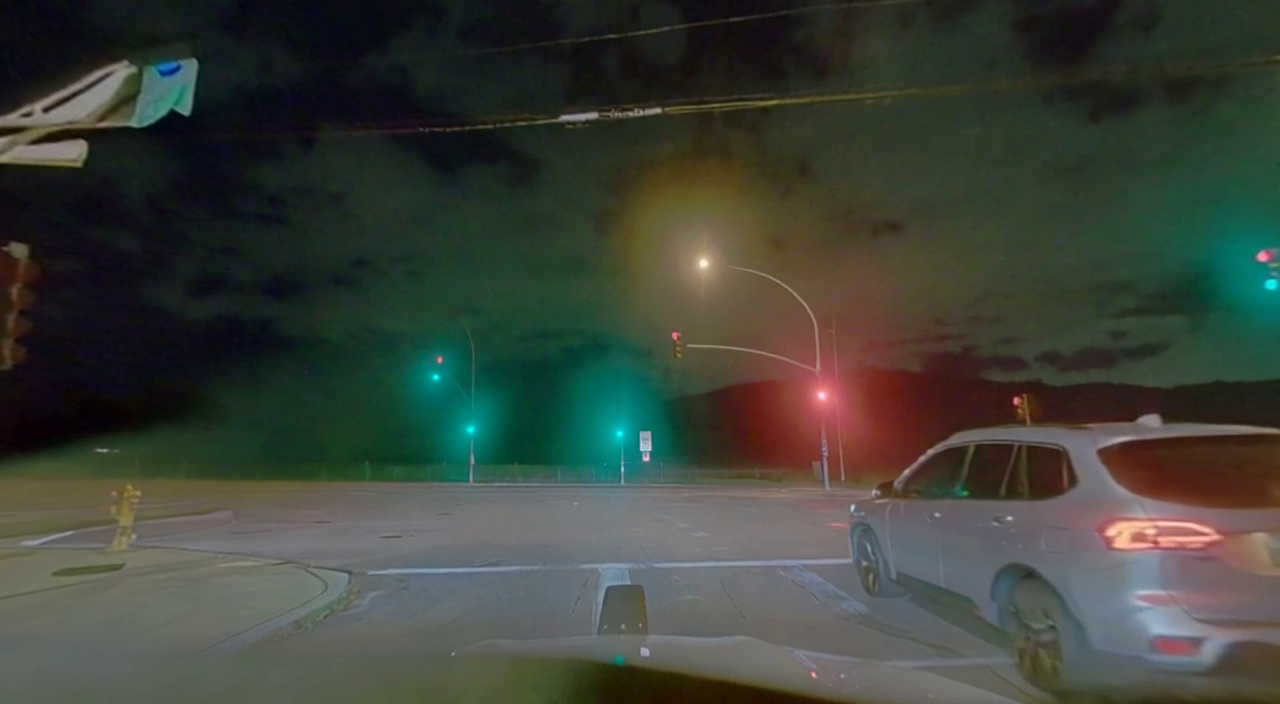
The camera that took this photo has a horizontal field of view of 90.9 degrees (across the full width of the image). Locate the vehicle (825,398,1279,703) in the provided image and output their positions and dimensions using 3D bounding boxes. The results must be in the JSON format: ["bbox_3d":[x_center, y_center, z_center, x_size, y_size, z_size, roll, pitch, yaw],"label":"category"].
[{"bbox_3d":[3.138,1.349,5.070,1.938,1.648,4.211,0,-8,-1],"label":"vehicle"}]
